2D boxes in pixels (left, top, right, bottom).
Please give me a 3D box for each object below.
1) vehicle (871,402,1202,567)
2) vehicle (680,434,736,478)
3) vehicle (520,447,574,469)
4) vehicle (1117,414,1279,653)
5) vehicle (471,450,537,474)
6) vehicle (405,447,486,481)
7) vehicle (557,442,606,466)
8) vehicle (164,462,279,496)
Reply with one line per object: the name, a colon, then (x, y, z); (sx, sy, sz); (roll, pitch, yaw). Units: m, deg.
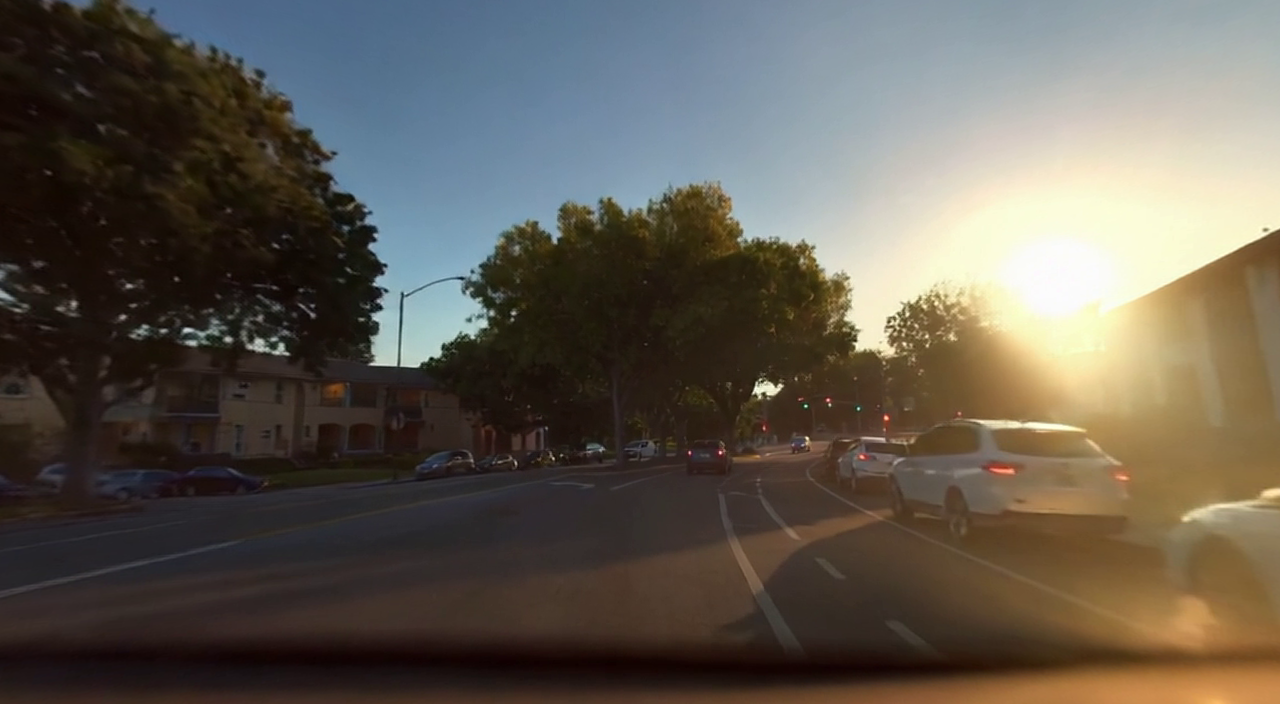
vehicle: (5.209, 1.791, 9.334); (2.128, 1.795, 4.622); (-1, -8, 4)
vehicle: (3.010, 4.422, 27.173); (1.852, 1.680, 4.488); (-2, -9, 13)
vehicle: (-6.370, 7.294, 43.713); (1.880, 1.450, 4.627); (-3, -9, 17)
vehicle: (5.065, 1.063, 3.292); (1.879, 1.547, 4.378); (-1, -8, 3)
vehicle: (-8.084, 6.562, 38.048); (1.893, 1.310, 4.719); (-2, -9, 15)
vehicle: (-9.609, 5.528, 31.635); (1.918, 1.508, 4.353); (-2, -8, 13)
vehicle: (-4.452, 7.813, 48.645); (1.977, 1.761, 4.990); (-3, -9, 17)
vehicle: (-19.113, 5.781, 28.911); (4.195, 1.400, 1.726); (-1, -8, 8)
